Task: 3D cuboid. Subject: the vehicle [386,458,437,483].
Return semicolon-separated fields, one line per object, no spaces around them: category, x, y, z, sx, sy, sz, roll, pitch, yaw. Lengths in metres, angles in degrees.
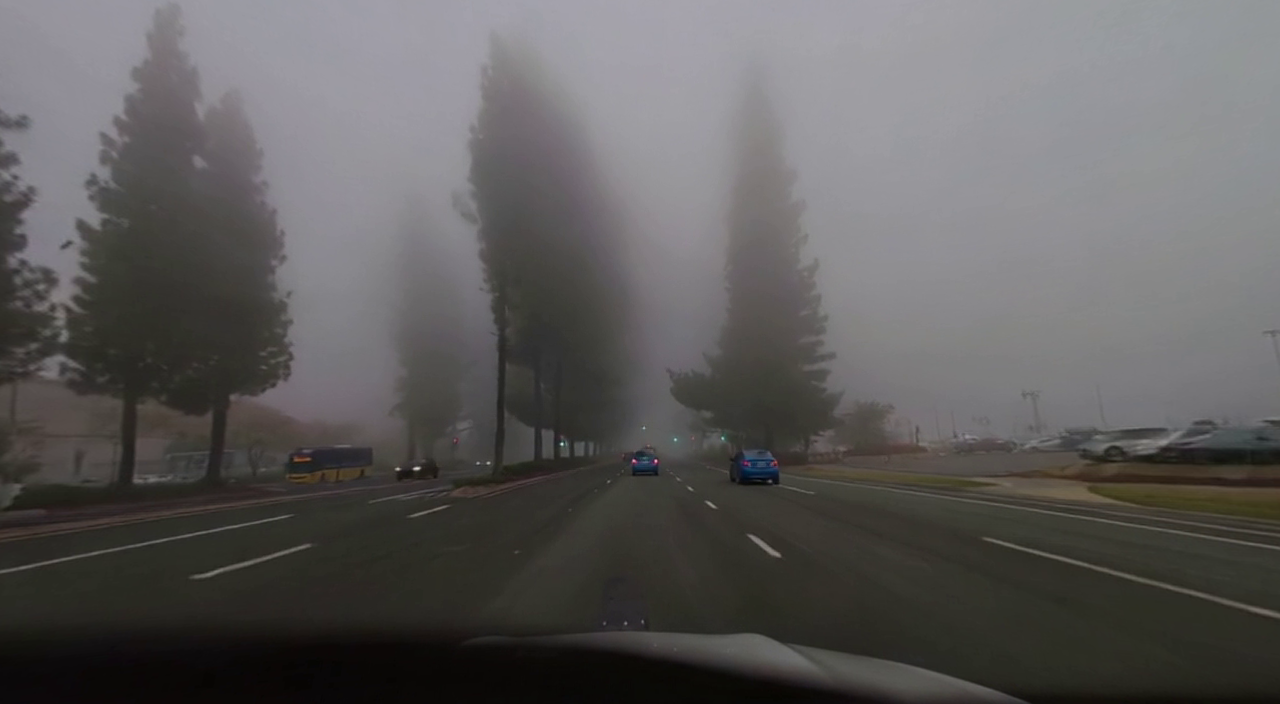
vehicle;-17.333;8.997;48.033;1.984;1.698;4.885;-1;-9;1

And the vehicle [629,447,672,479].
vehicle;0.518;5.784;33.038;2.144;1.505;4.128;0;-9;0

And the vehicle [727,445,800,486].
vehicle;4.831;4.503;25.295;2.067;1.497;4.327;-1;-9;1
